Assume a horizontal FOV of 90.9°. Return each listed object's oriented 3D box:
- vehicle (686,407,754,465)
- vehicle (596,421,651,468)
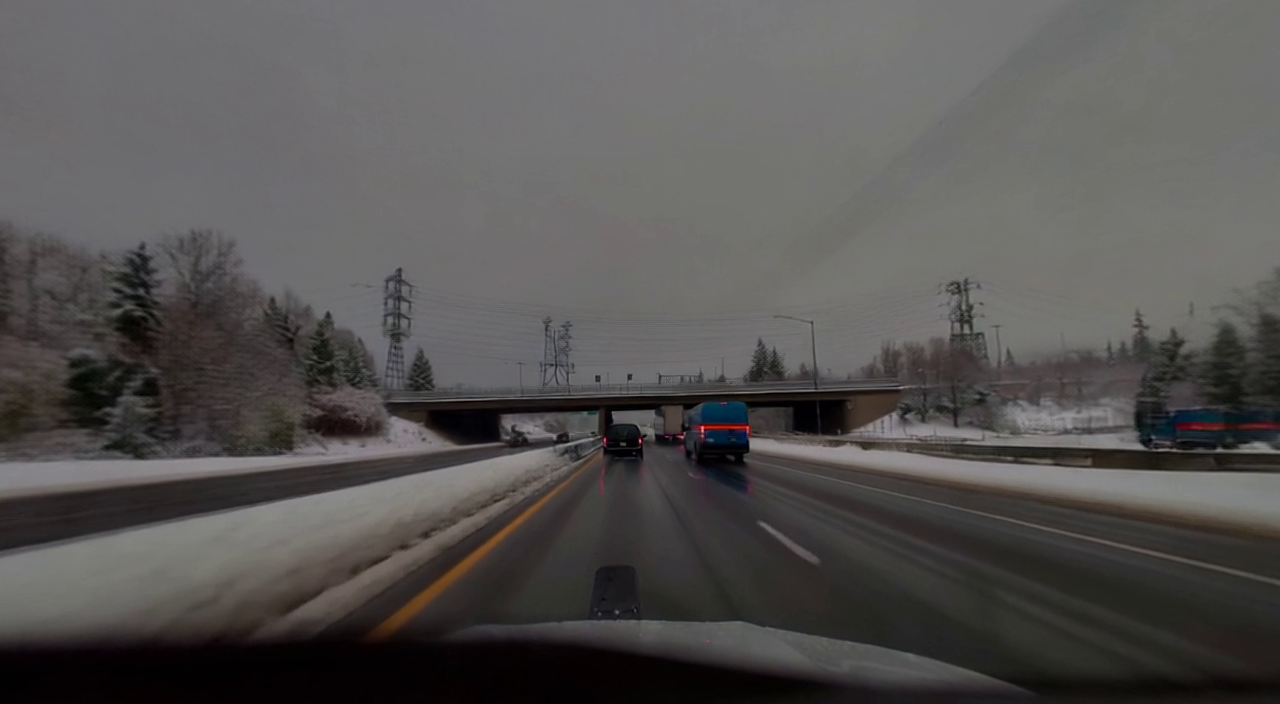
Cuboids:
[{"bbox_3d":[3.725,4.067,30.480,2.387,2.506,5.374,0,-8,-2],"label":"vehicle"},{"bbox_3d":[-0.674,3.750,25.692,2.073,1.750,4.116,0,-8,-2],"label":"vehicle"}]
